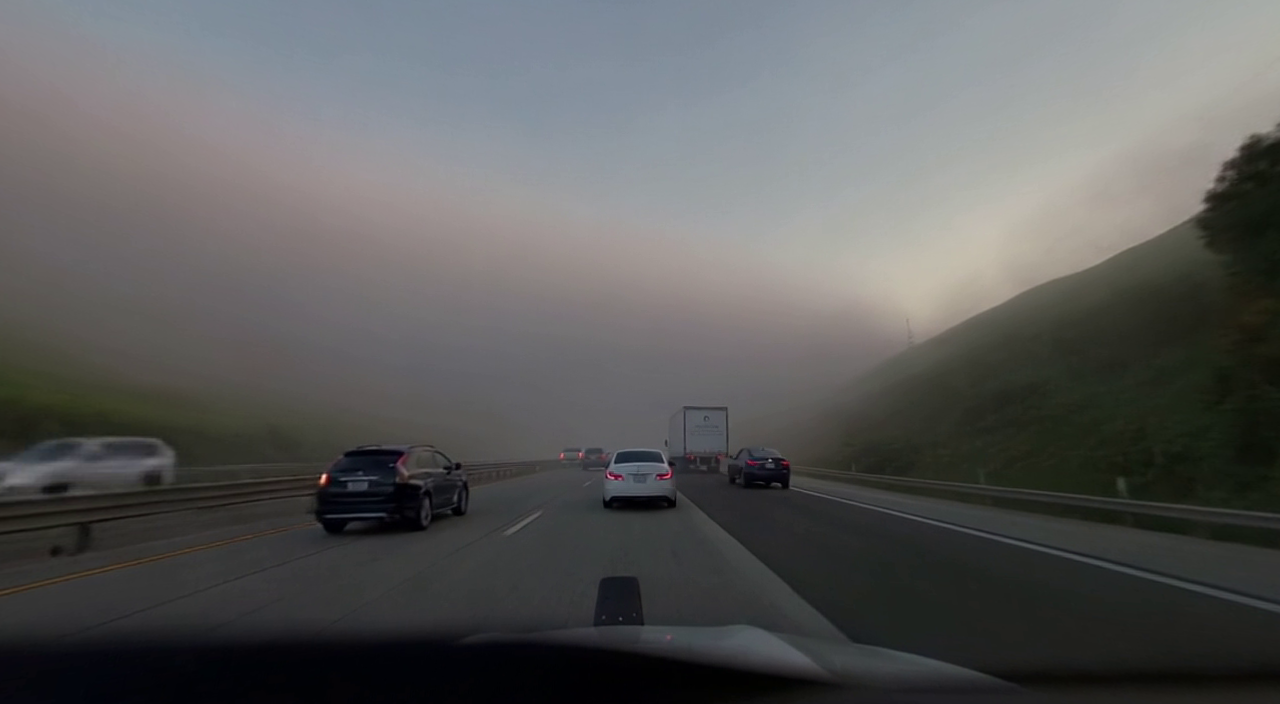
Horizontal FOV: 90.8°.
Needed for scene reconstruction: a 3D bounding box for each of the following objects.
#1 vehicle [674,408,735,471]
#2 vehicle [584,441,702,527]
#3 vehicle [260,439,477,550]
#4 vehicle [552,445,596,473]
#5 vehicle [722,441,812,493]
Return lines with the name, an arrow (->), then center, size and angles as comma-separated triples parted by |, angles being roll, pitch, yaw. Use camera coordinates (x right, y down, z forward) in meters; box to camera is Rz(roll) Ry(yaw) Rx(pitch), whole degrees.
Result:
vehicle -> 4.592, 6.891, 48.689 | 3.194, 4.038, 16.301 | 0, -9, 1
vehicle -> 0.064, 2.594, 12.844 | 2.041, 1.484, 3.535 | 0, -9, 0
vehicle -> -4.198, 2.253, 10.553 | 1.848, 1.486, 3.832 | 0, -9, 1
vehicle -> -4.077, 6.715, 39.692 | 2.211, 1.669, 4.224 | 0, -9, 1
vehicle -> 4.161, 3.858, 21.481 | 2.029, 1.579, 4.484 | 0, -9, -1
